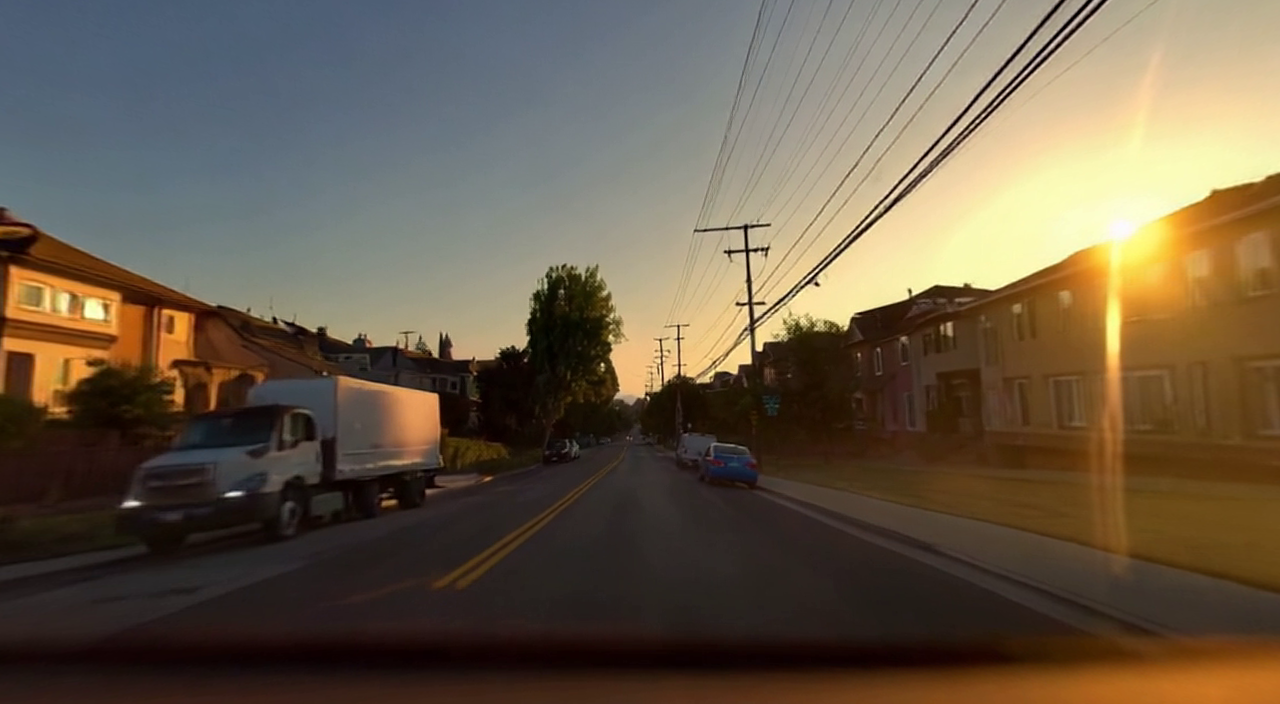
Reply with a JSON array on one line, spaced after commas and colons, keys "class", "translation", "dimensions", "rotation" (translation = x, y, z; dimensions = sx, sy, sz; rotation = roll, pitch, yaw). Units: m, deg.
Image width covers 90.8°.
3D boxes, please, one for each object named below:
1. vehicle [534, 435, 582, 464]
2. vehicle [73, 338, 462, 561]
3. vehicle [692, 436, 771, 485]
[{"class": "vehicle", "translation": [-5.893, 7.124, 46.319], "dimensions": [2.427, 1.998, 5.239], "rotation": [-1, -8, 4]}, {"class": "vehicle", "translation": [-6.544, 1.936, 13.217], "dimensions": [3.197, 3.187, 7.847], "rotation": [-2, -8, 2]}, {"class": "vehicle", "translation": [2.980, 3.658, 21.617], "dimensions": [1.890, 1.463, 4.952], "rotation": [0, -8, -1]}]
